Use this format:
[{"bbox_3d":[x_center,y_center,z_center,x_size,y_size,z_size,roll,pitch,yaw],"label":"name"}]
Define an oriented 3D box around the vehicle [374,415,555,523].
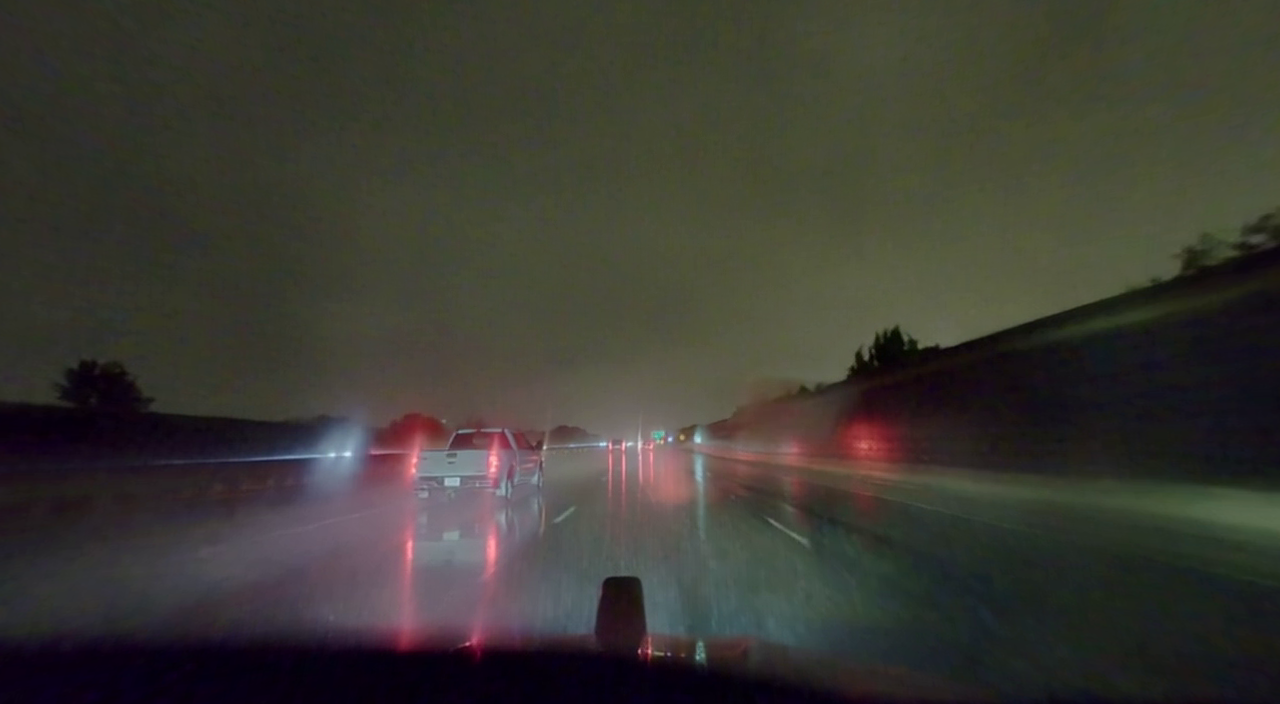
[{"bbox_3d":[-3.540,2.508,14.150,2.379,1.918,5.504,0,-8,1],"label":"vehicle"}]
